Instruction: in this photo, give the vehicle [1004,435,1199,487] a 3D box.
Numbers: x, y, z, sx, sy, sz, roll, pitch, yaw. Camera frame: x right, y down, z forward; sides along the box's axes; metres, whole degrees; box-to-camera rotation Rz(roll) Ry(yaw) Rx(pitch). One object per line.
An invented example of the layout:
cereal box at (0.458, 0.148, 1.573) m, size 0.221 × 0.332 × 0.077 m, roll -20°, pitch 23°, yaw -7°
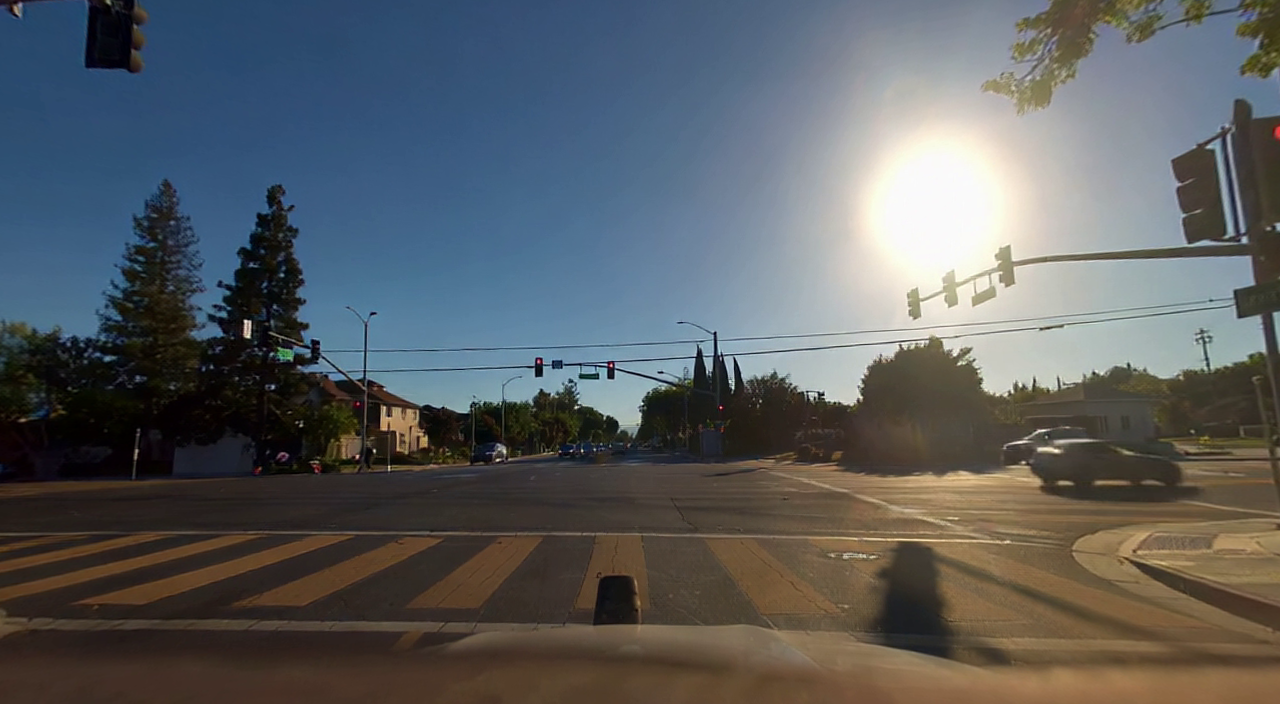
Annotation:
vehicle at (15.016, 3.577, 20.820) m, size 4.734 × 1.585 × 1.940 m, roll -1°, pitch -8°, yaw 5°
